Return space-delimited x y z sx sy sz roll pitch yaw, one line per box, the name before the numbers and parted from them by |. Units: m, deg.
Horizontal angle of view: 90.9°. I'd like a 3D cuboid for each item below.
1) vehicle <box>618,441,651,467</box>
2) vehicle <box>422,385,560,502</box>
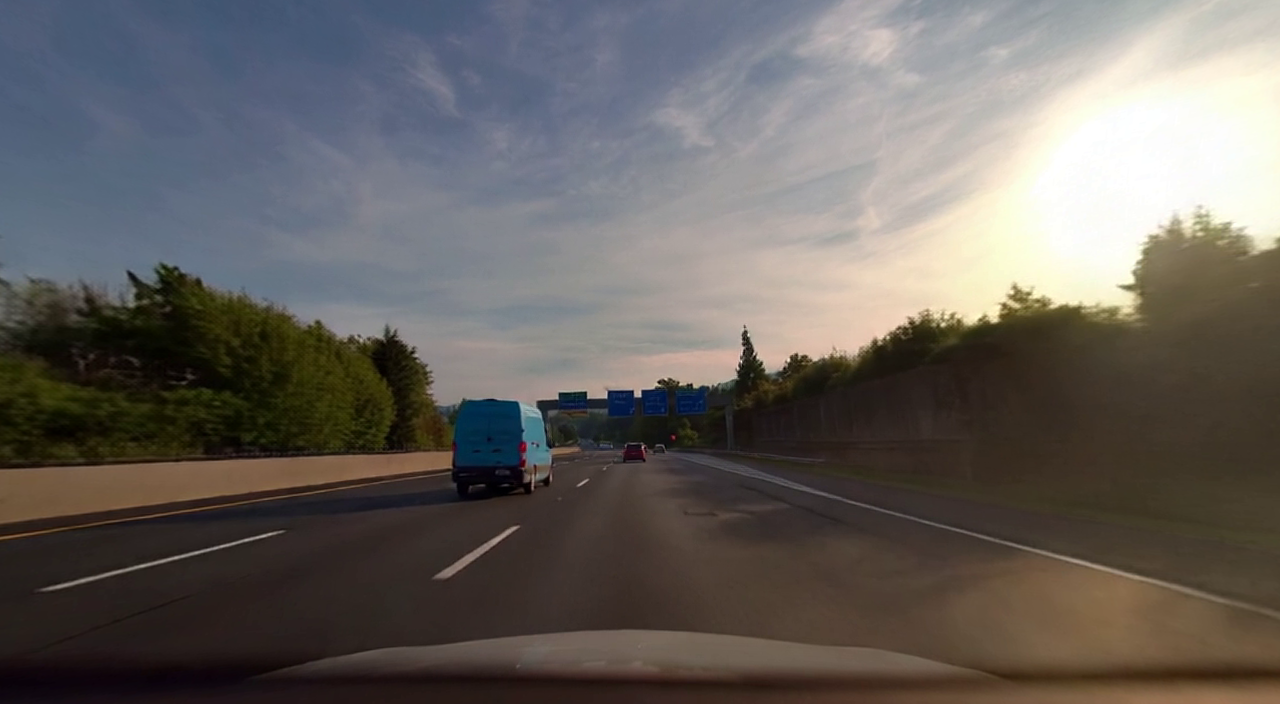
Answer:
vehicle | -0.357 6.989 43.238 2.183 1.662 3.968 0 -9 0
vehicle | -3.872 2.597 17.829 2.382 2.736 5.982 0 -9 0
